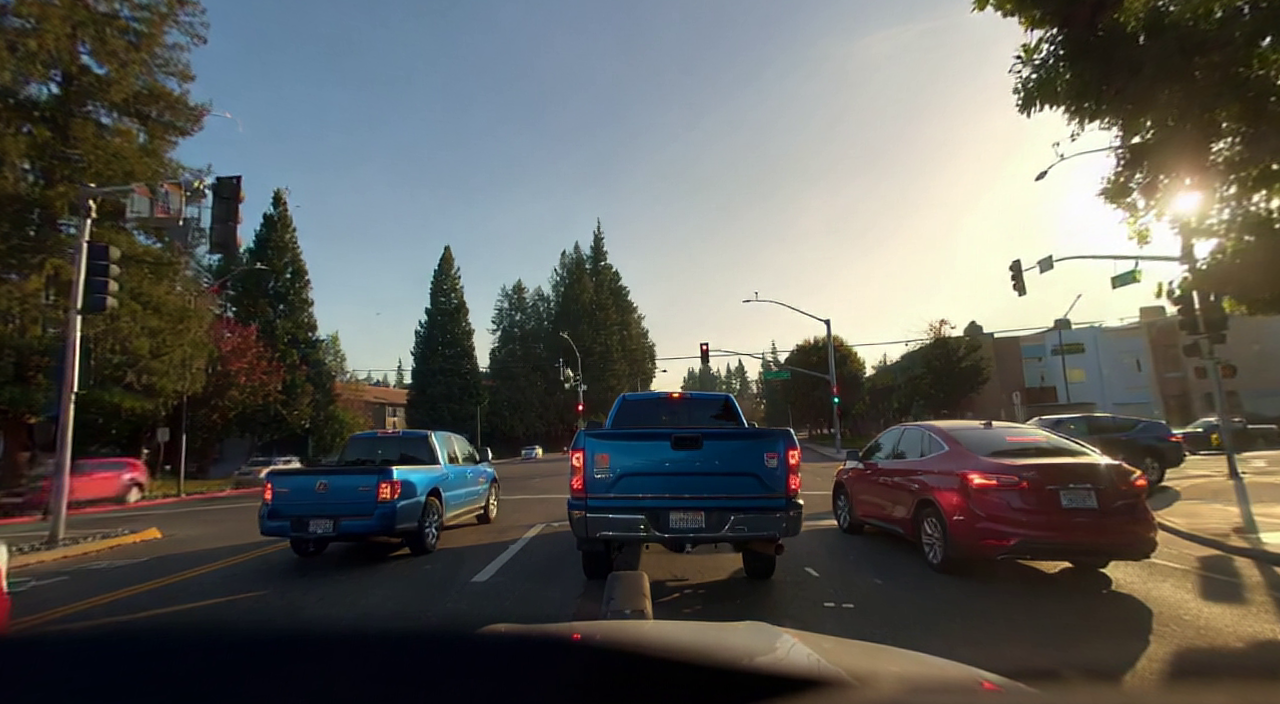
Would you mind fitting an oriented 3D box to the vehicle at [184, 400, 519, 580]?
[{"bbox_3d":[-3.295,1.691,8.585,2.125,1.739,4.707,0,-8,3],"label":"vehicle"}]

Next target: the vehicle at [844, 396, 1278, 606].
[{"bbox_3d":[4.045,1.499,7.187,1.984,1.659,4.226,0,-8,0],"label":"vehicle"}]

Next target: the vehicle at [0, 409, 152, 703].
[{"bbox_3d":[-3.391,0.709,0.654,1.998,1.481,4.656,0,-8,1],"label":"vehicle"}]

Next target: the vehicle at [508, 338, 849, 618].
[{"bbox_3d":[0.324,1.272,7.150,2.505,2.084,4.768,0,-8,1],"label":"vehicle"}]
